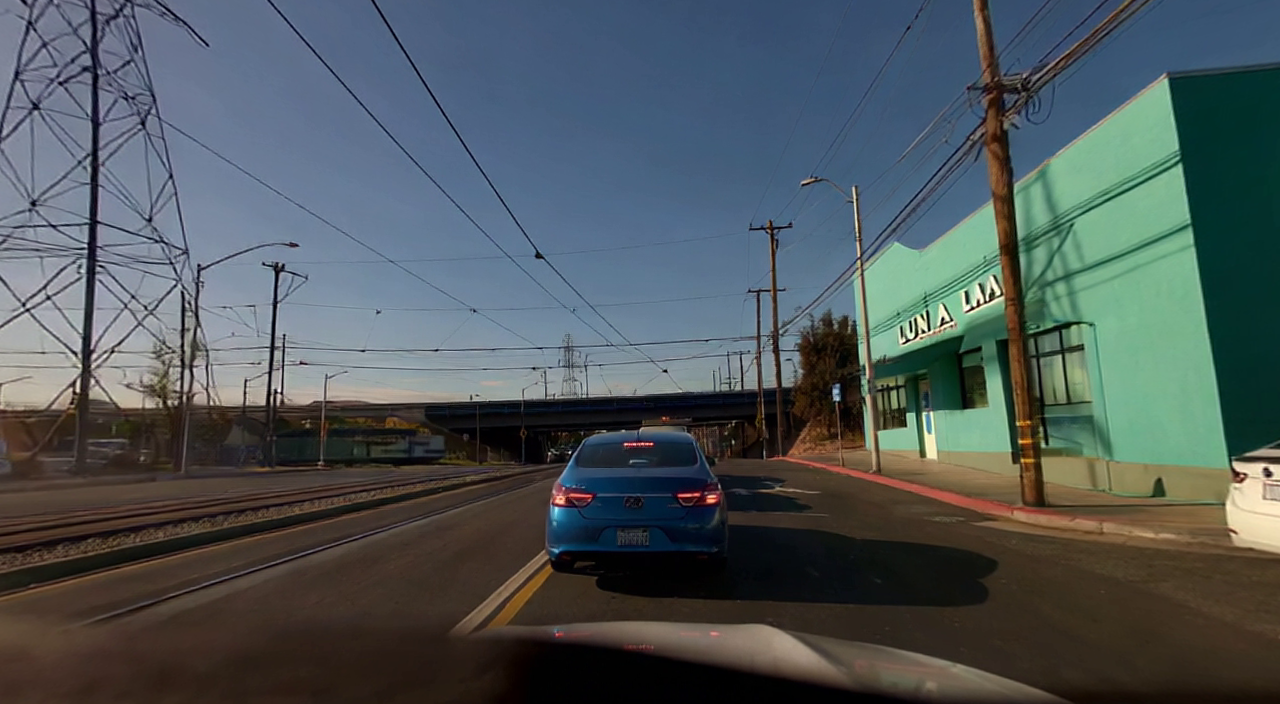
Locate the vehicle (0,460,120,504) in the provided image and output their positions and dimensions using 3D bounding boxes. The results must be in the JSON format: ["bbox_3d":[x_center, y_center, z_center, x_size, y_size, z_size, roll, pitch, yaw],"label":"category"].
[{"bbox_3d":[-21.934,4.674,22.841,4.566,1.453,1.935,-1,-9,5],"label":"vehicle"}]

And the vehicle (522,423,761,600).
[{"bbox_3d":[0.100,1.706,7.610,2.090,1.518,4.033,-1,-9,3],"label":"vehicle"}]
